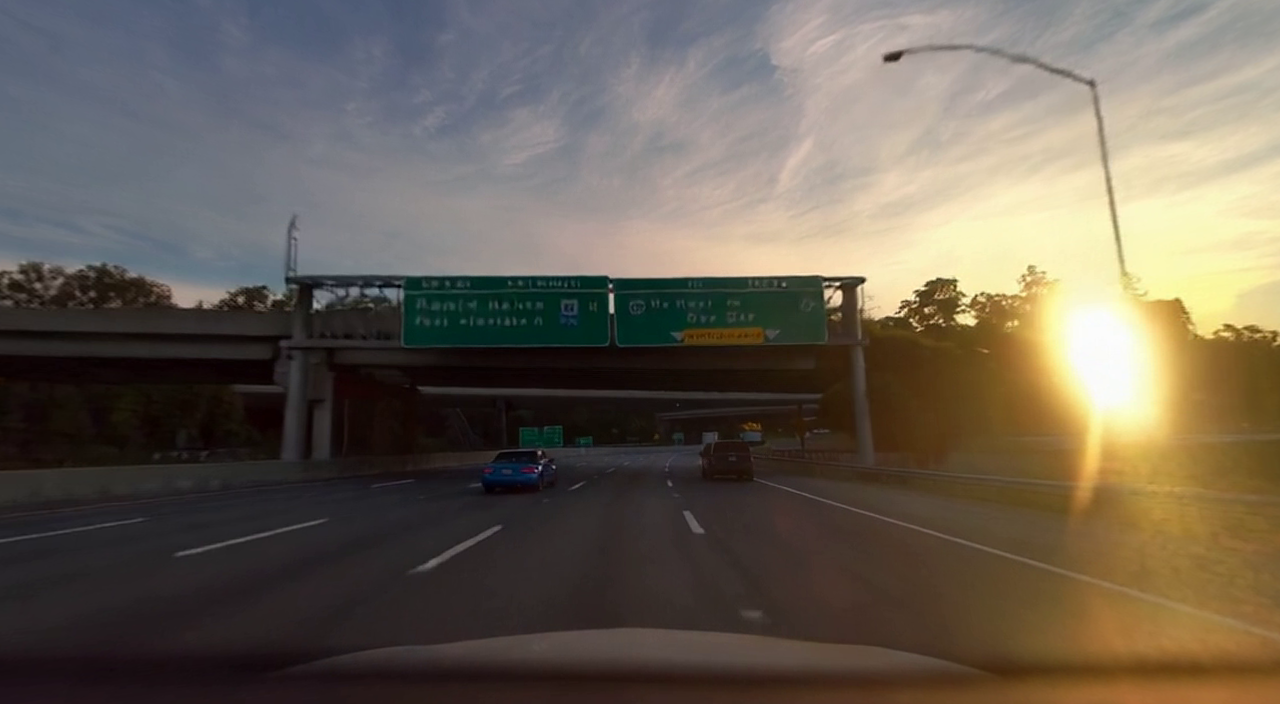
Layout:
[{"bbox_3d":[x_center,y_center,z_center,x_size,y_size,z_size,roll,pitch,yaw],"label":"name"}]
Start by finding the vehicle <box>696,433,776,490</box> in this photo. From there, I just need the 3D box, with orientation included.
[{"bbox_3d":[3.307,3.873,22.590,2.225,1.833,4.340,0,-9,1],"label":"vehicle"}]

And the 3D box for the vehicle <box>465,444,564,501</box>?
[{"bbox_3d":[-3.579,3.508,18.787,1.937,1.490,4.372,0,-9,1],"label":"vehicle"}]
